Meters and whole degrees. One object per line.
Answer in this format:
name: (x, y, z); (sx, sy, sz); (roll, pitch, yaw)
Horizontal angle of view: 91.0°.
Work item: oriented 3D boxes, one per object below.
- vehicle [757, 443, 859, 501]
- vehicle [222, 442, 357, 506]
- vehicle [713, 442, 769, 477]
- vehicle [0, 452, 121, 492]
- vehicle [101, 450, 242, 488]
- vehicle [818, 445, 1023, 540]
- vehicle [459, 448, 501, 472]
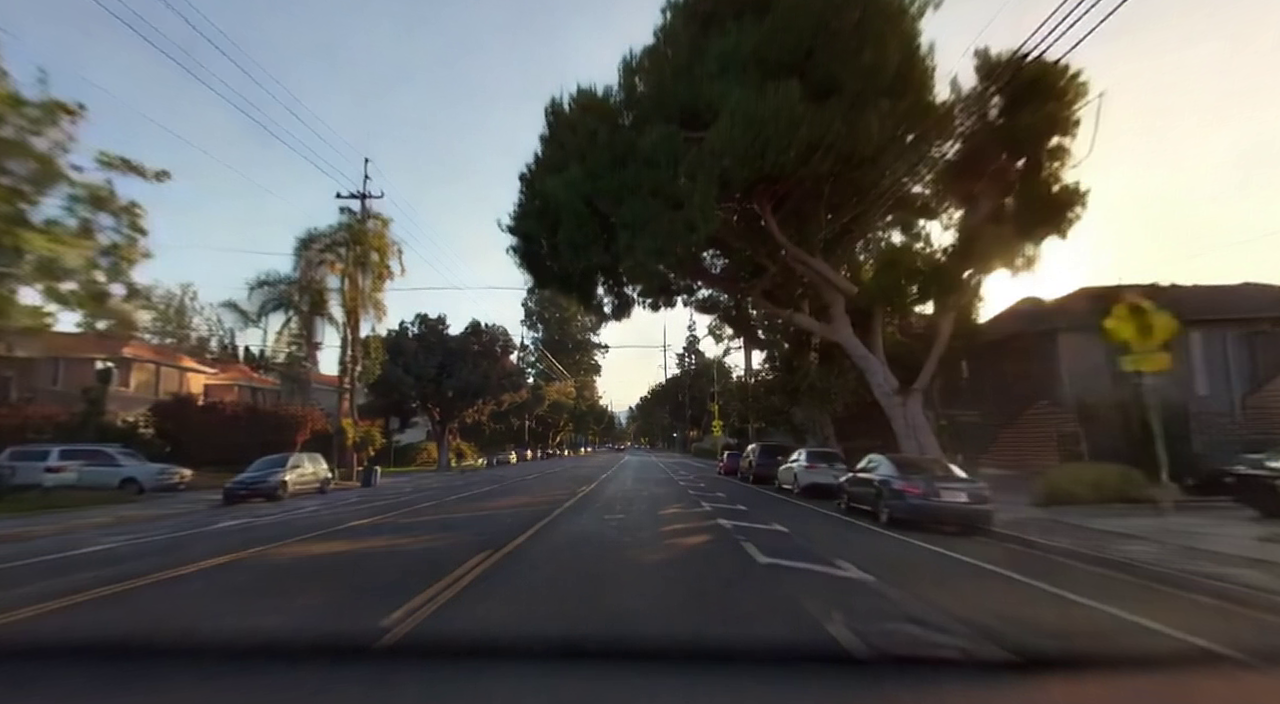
vehicle: (4.953, 3.578, 19.233); (1.978, 1.529, 4.357); (0, -9, 1)
vehicle: (-12.074, 4.197, 22.143); (2.116, 1.875, 4.675); (-3, -9, -1)
vehicle: (5.130, 5.541, 32.670); (2.009, 1.649, 5.156); (0, -9, 0)
vehicle: (-24.291, 4.880, 25.674); (4.450, 1.519, 1.927); (0, -9, 0)
vehicle: (-20.761, 5.177, 28.069); (4.601, 1.613, 2.030); (0, -9, -1)
vehicle: (5.048, 2.542, 12.118); (1.924, 1.471, 4.259); (0, -9, -1)
vehicle: (-12.030, 8.185, 47.584); (1.907, 1.612, 4.594); (-3, -10, 1)
